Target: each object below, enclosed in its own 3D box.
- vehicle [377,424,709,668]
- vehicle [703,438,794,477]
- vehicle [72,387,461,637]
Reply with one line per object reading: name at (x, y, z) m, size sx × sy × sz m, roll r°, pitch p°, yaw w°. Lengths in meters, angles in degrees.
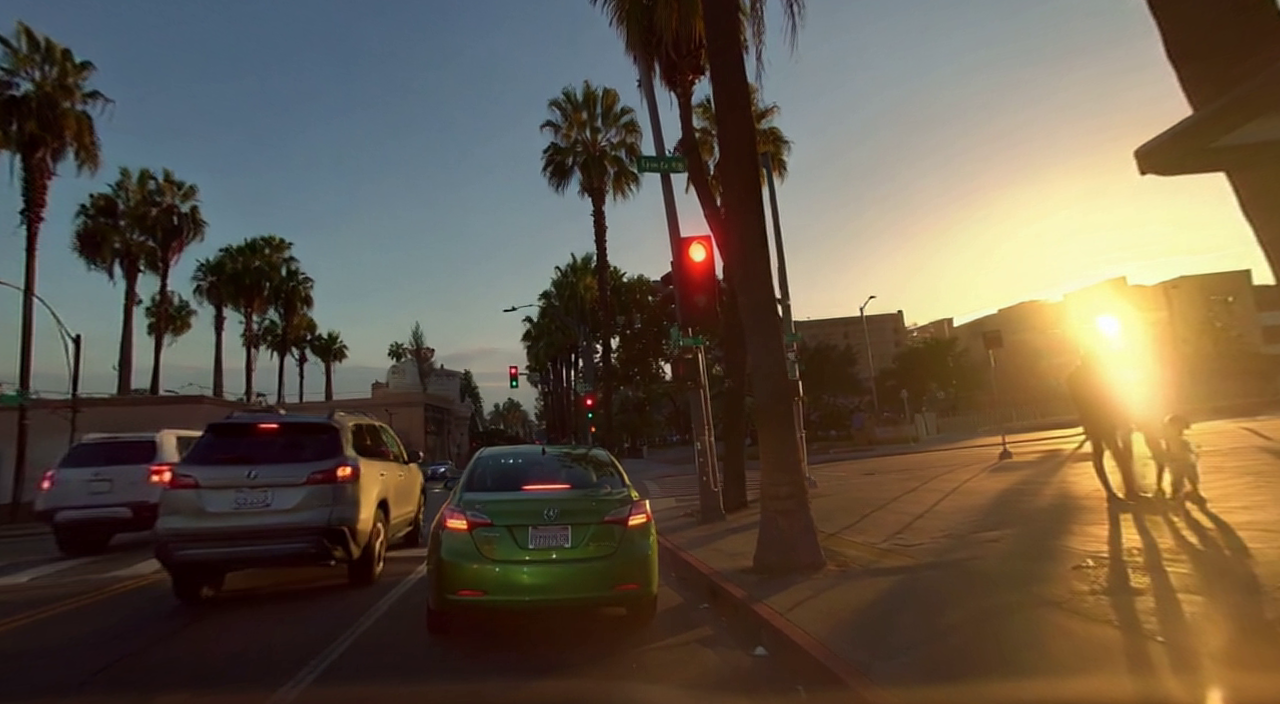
vehicle at (-0.894, 1.522, 6.177) m, size 2.065 × 1.467 × 4.289 m, roll 1°, pitch -9°, yaw -9°
vehicle at (5.333, 5.201, 31.206) m, size 3.987 × 1.636 × 1.903 m, roll 4°, pitch -6°, yaw -13°
vehicle at (-3.472, 1.547, 7.184) m, size 2.098 × 1.851 × 4.571 m, roll 1°, pitch -9°, yaw -8°
